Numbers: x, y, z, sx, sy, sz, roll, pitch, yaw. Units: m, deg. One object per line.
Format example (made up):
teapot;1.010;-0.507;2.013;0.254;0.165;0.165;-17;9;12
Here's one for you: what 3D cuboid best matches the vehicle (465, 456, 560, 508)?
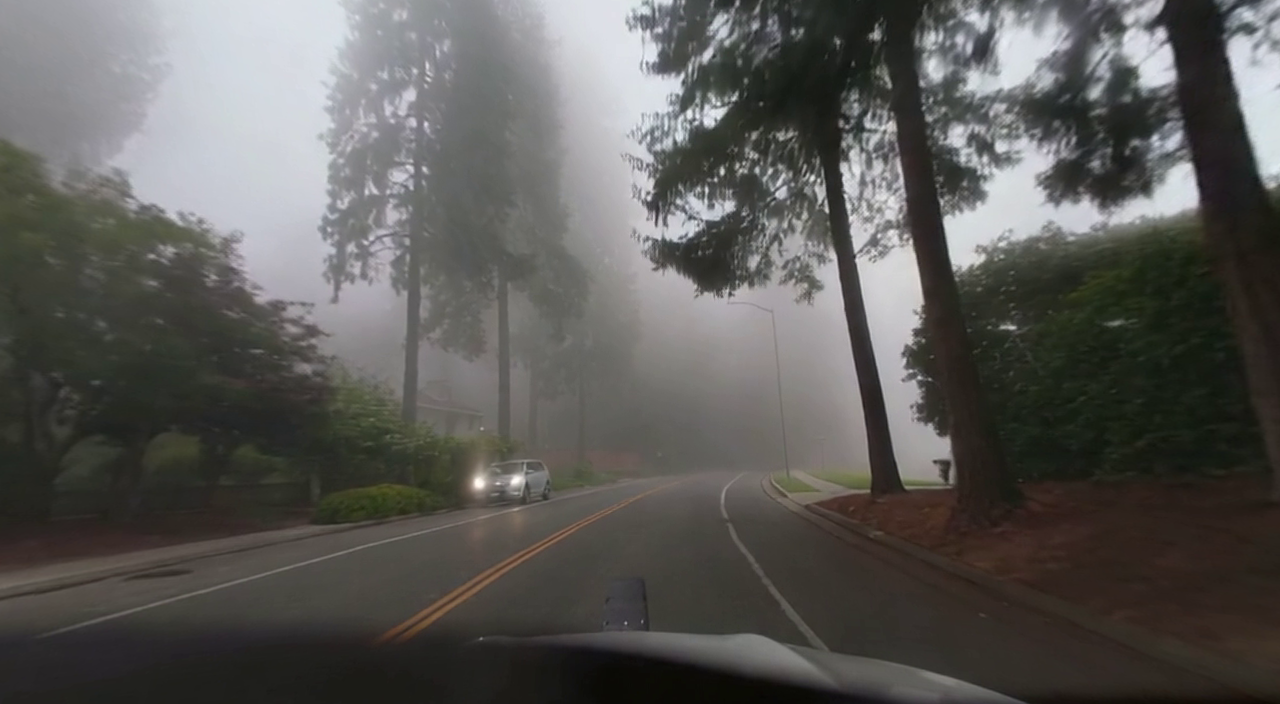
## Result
vehicle;-4.546;4.780;23.289;2.002;1.601;5.012;-3;-11;6
